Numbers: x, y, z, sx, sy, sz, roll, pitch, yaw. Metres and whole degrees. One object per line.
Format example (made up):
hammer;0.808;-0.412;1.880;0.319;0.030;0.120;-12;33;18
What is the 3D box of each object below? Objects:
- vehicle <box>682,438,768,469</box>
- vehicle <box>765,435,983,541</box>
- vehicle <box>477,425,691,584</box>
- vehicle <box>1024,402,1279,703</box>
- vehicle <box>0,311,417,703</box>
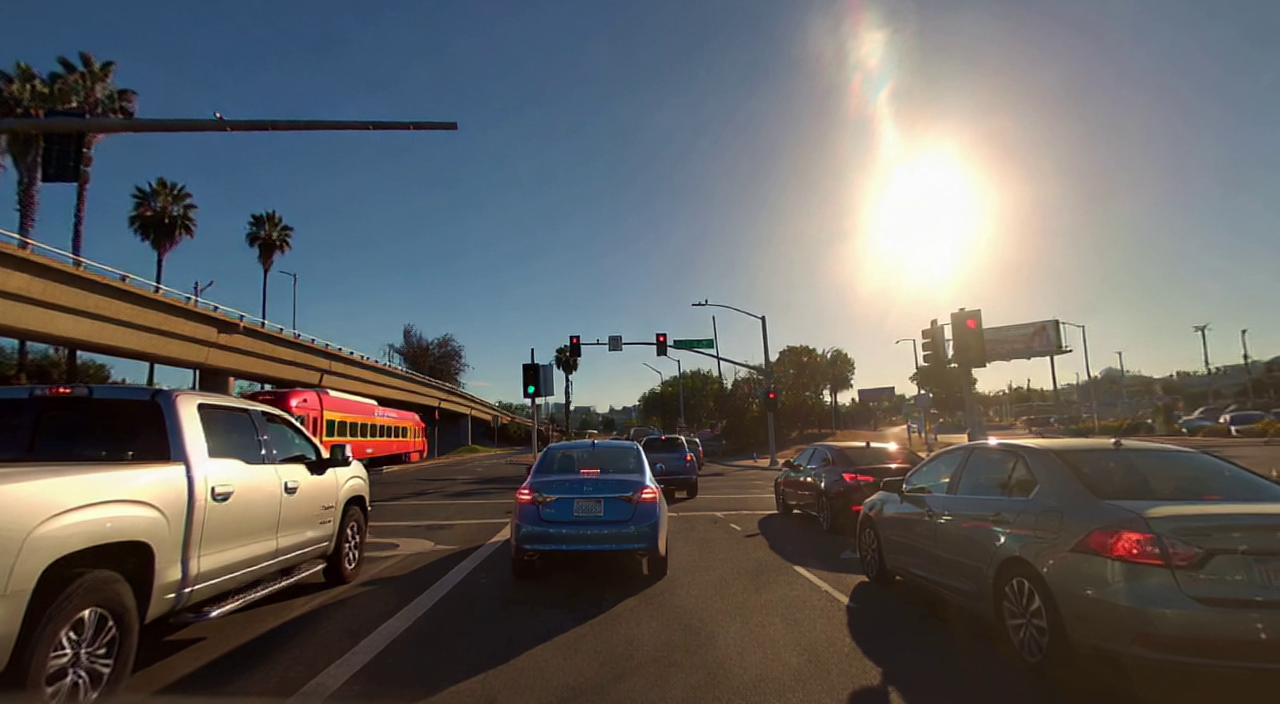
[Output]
vehicle;4.217;5.140;32.082;1.878;1.428;4.416;5;-10;-33
vehicle;3.704;2.223;11.069;1.965;1.448;4.486;0;-9;-2
vehicle;-0.626;1.763;8.149;2.035;1.491;4.090;0;-9;-3
vehicle;3.872;0.900;2.297;2.052;1.496;4.541;0;-9;0
vehicle;-3.793;1.114;5.050;2.078;1.838;5.448;0;-9;-1
